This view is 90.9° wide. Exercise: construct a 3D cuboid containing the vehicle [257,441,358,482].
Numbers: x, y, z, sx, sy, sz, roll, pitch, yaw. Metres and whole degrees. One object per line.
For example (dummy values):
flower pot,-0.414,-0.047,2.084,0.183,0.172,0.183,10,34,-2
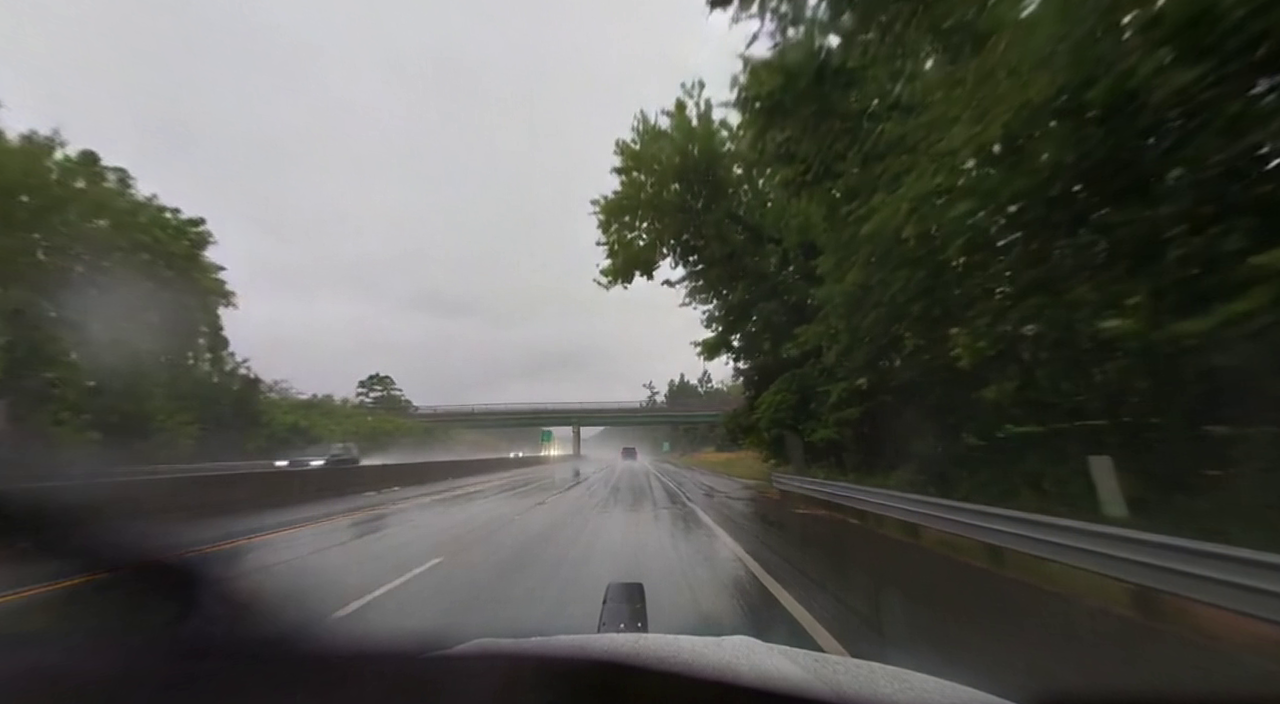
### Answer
vehicle,-14.078,4.660,26.988,2.017,1.610,4.211,0,-9,-1
